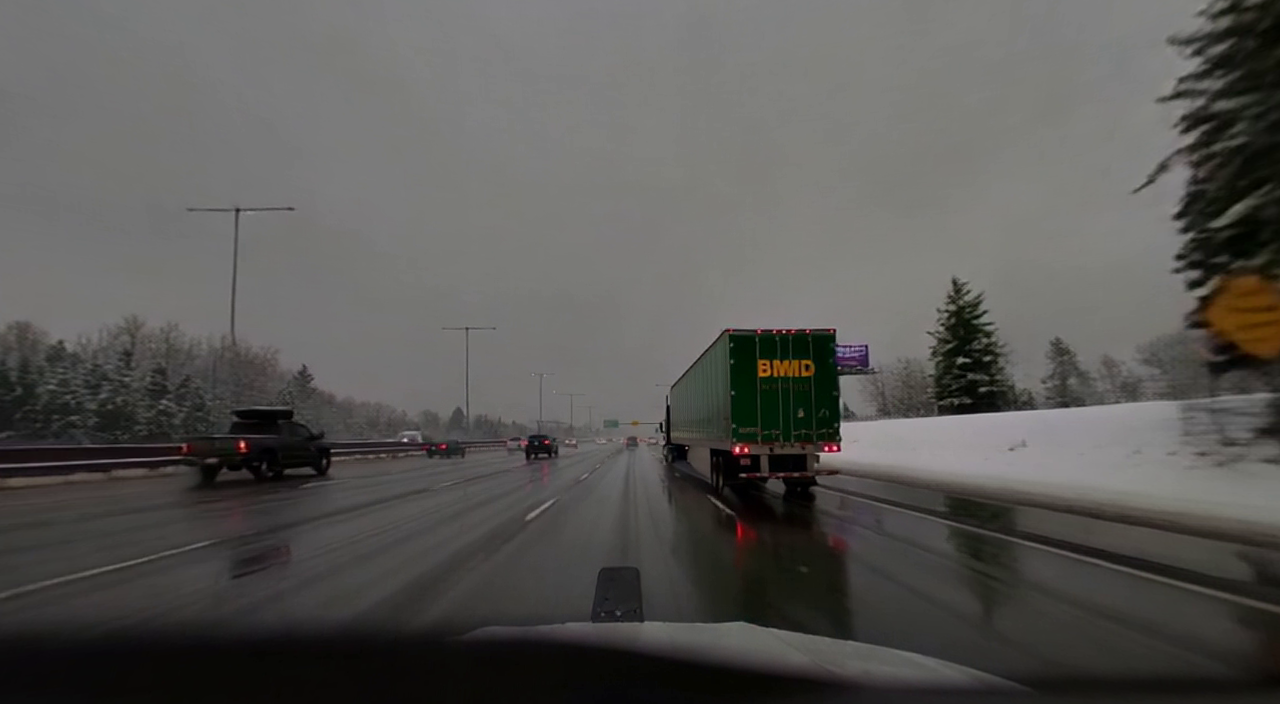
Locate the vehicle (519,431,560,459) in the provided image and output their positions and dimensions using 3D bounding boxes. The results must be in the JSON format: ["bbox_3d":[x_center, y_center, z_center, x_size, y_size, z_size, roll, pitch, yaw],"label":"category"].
[{"bbox_3d":[-7.303,6.801,46.333,2.100,1.905,5.119,0,-8,1],"label":"vehicle"}]

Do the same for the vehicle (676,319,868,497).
[{"bbox_3d":[3.327,2.280,21.494,2.891,3.944,15.051,0,-8,-2],"label":"vehicle"}]

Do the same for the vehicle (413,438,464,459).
[{"bbox_3d":[-14.074,6.771,44.406,2.067,1.398,4.863,0,-8,-1],"label":"vehicle"}]

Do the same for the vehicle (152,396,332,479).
[{"bbox_3d":[-13.940,3.104,22.835,2.307,2.571,6.260,0,-8,0],"label":"vehicle"}]
